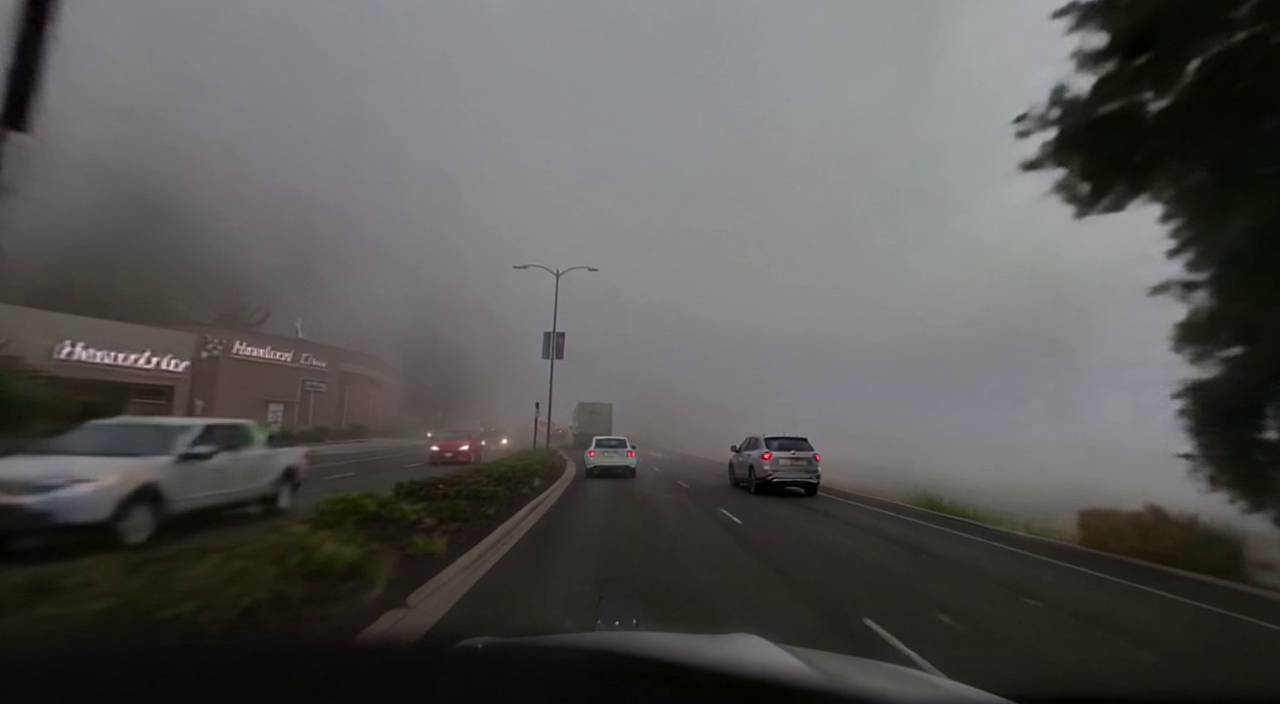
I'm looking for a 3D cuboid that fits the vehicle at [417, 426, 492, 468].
[{"bbox_3d":[-7.342,3.792,25.418,2.007,1.532,4.266,1,-8,-4],"label":"vehicle"}]

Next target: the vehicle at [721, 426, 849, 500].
[{"bbox_3d":[3.257,2.555,14.978,1.889,1.480,3.876,1,-8,-4],"label":"vehicle"}]

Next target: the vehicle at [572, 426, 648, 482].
[{"bbox_3d":[-0.938,2.945,18.491,1.991,1.472,3.518,1,-8,-4],"label":"vehicle"}]

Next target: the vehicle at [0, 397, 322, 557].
[{"bbox_3d":[-6.290,1.550,8.526,1.966,1.616,4.038,1,-8,-3],"label":"vehicle"}]
